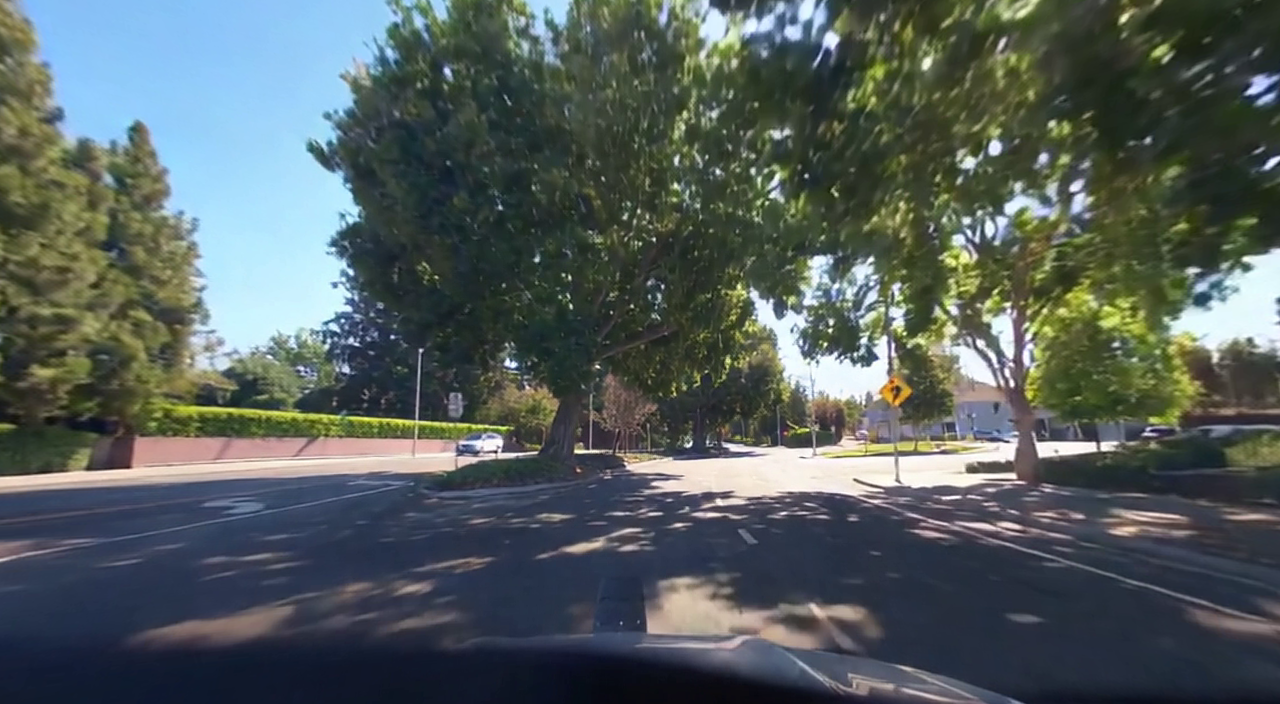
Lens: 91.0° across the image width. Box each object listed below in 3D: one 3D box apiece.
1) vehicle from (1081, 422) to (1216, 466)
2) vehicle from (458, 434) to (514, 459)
[{"bbox_3d":[27.753,4.956,34.568,2.271,2.010,5.139,-1,-5,-29],"label":"vehicle"},{"bbox_3d":[-10.711,6.629,44.093,1.995,1.658,4.542,-2,-9,11],"label":"vehicle"}]
